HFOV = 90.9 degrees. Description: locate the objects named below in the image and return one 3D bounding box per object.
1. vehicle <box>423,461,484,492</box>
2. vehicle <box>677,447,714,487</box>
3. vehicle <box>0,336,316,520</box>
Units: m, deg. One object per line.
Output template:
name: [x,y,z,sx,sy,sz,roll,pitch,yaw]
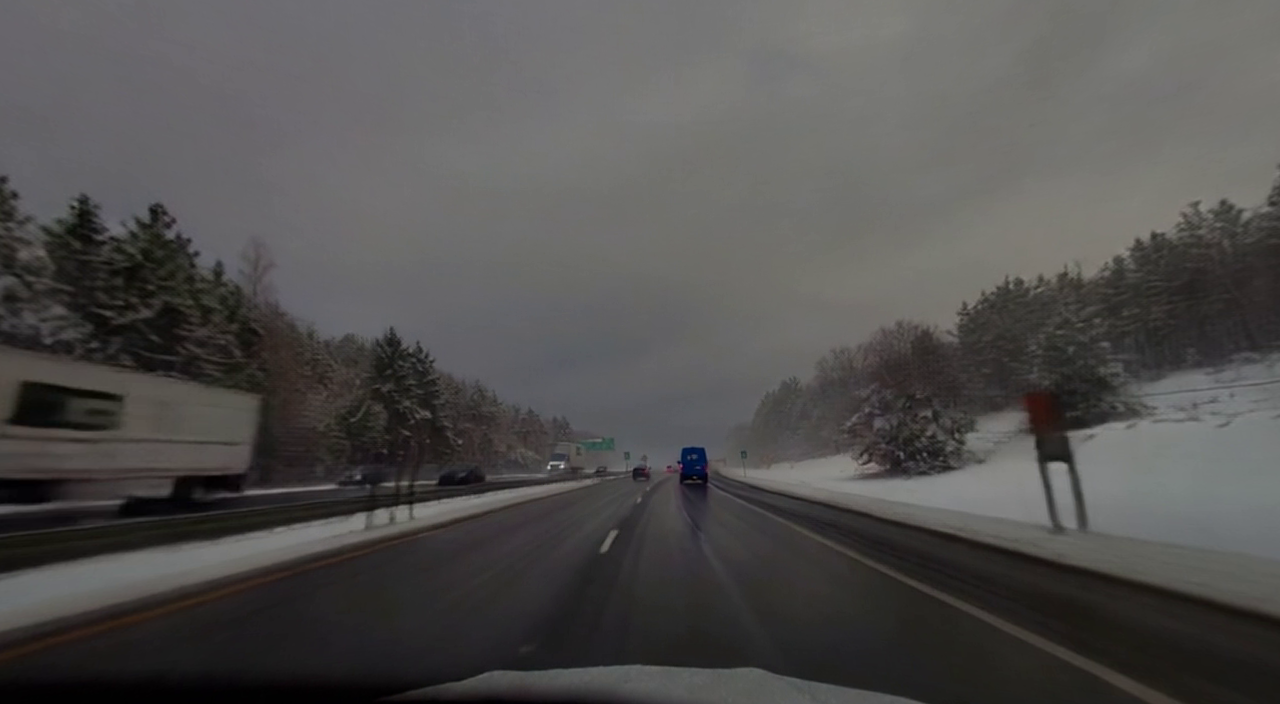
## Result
vehicle: [-10.172,6.826,34.632,1.907,1.528,4.108,0,-11,2]
vehicle: [3.829,8.128,44.562,2.366,2.595,5.793,0,-11,3]
vehicle: [-14.922,2.634,19.348,2.961,3.965,11.561,1,-10,4]
